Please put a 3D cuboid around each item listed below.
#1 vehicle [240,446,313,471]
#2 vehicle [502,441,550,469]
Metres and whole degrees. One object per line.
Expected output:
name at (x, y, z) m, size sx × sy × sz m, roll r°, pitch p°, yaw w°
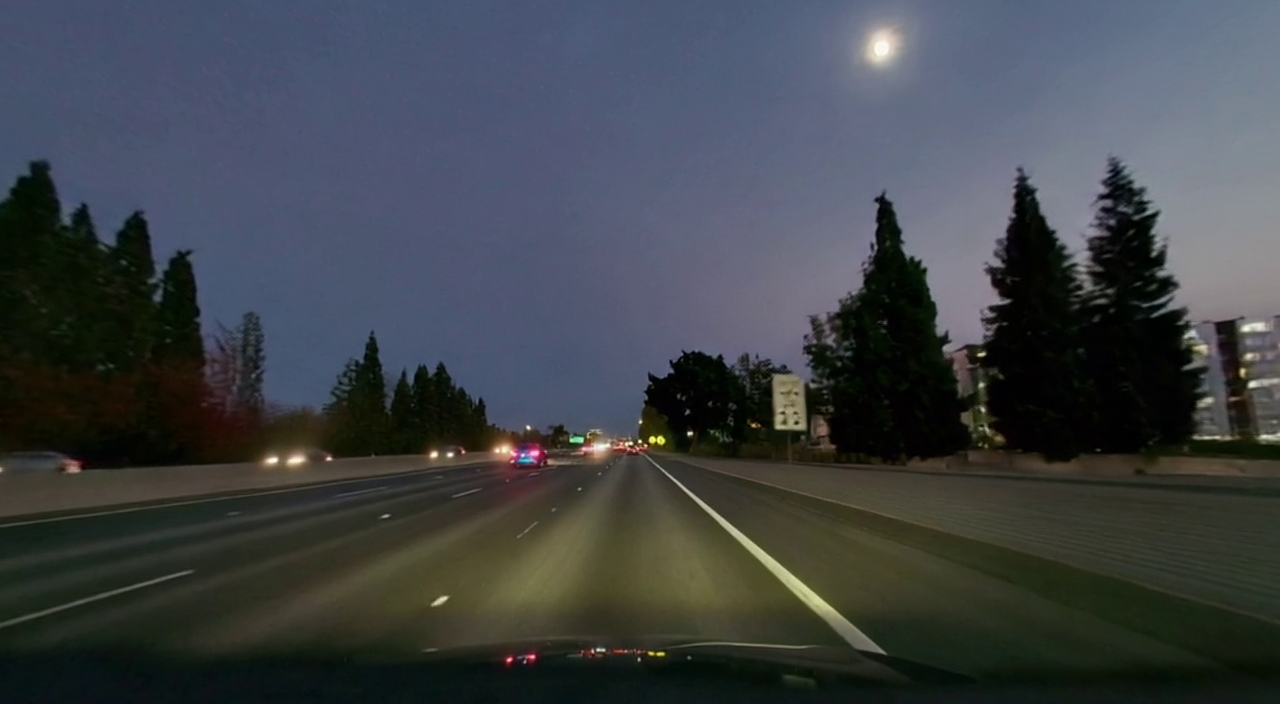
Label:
vehicle at (-22.780, 6.677, 39.839) m, size 1.942 × 1.506 × 4.477 m, roll 0°, pitch -9°, yaw 0°
vehicle at (-6.916, 6.283, 38.776) m, size 2.016 × 1.606 × 4.806 m, roll 0°, pitch -9°, yaw 0°
